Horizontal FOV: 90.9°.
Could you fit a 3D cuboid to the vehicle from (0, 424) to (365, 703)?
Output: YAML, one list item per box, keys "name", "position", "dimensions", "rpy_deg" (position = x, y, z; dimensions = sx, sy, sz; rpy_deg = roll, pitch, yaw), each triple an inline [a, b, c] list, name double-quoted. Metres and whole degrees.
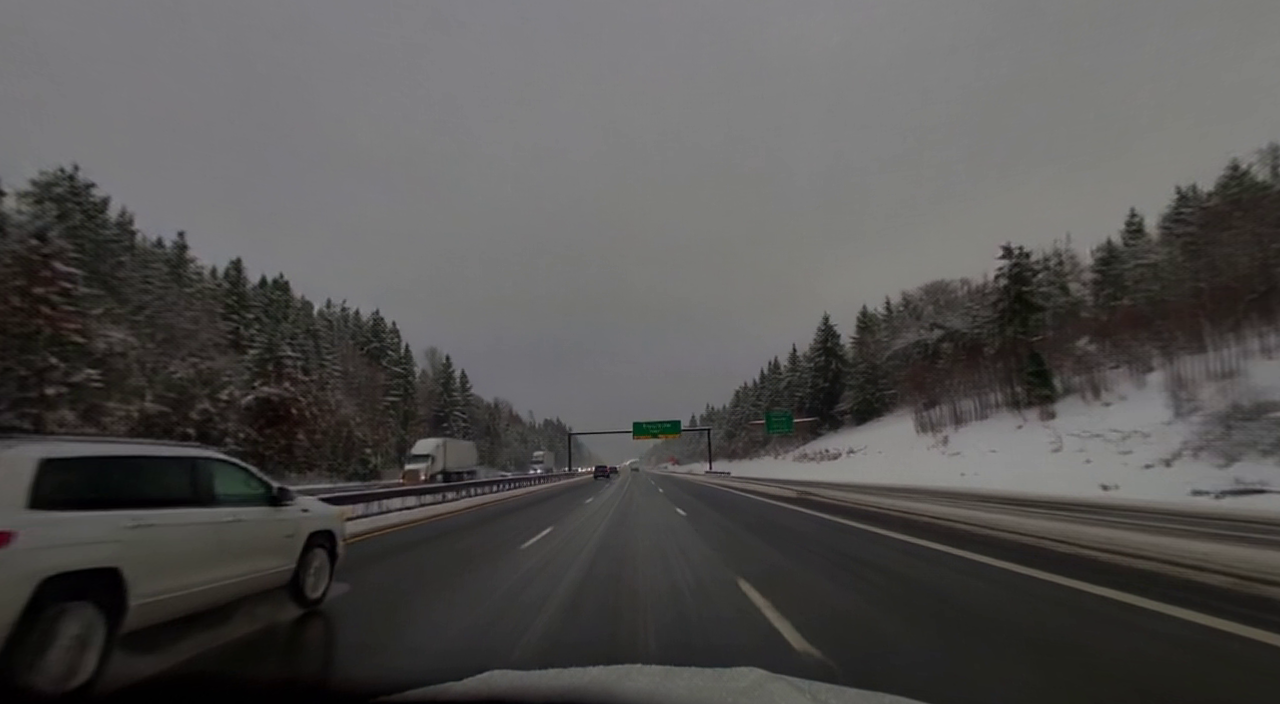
- name: "vehicle"
  position: [-3.740, 1.245, 3.933]
  dimensions: [1.998, 1.427, 4.462]
  rpy_deg: [1, -10, 0]
